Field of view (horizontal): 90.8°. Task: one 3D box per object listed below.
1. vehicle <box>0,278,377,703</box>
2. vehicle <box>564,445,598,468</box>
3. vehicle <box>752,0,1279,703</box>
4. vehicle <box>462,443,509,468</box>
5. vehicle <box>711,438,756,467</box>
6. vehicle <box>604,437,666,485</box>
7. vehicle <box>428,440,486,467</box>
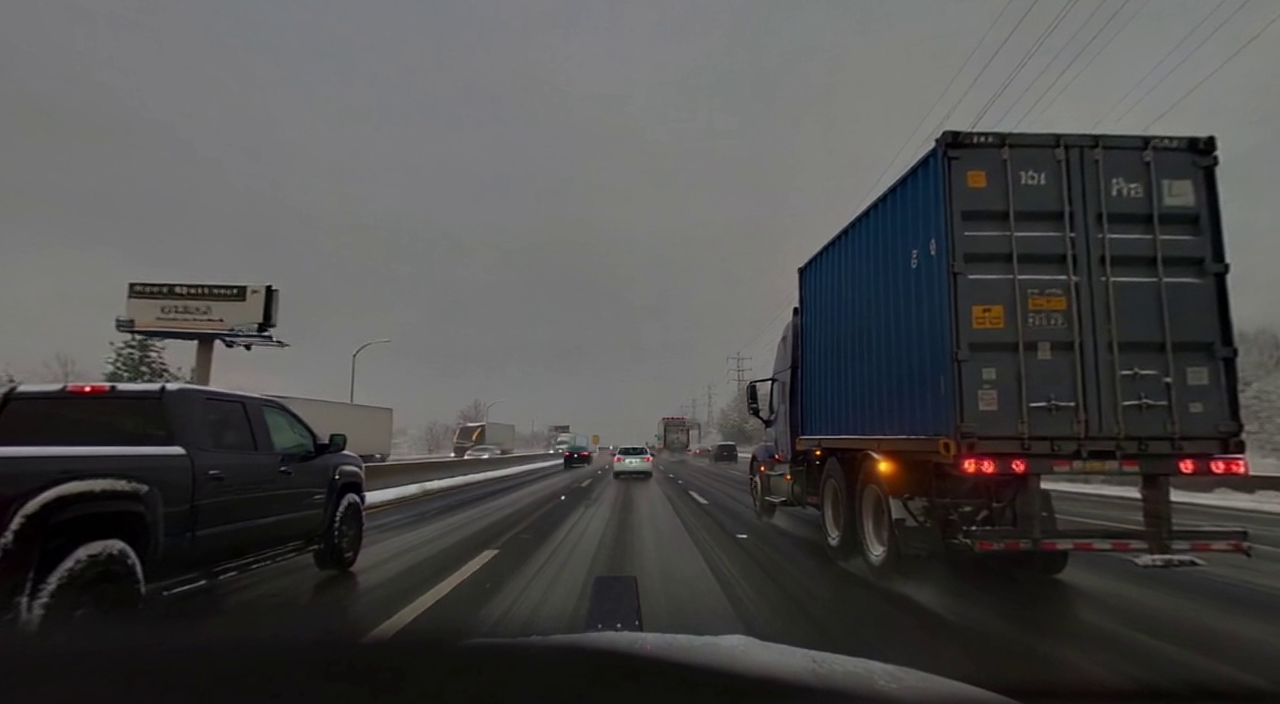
[{"bbox_3d":[-3.943,0.828,3.492,2.323,2.046,6.006,0,-9,1],"label":"vehicle"},{"bbox_3d":[-4.040,7.253,43.926,2.025,1.498,4.675,0,-9,-1],"label":"vehicle"},{"bbox_3d":[3.437,0.349,6.352,3.013,3.940,7.933,0,-9,-1],"label":"vehicle"},{"bbox_3d":[-10.642,7.183,43.968,1.975,1.590,5.050,0,-9,1],"label":"vehicle"},{"bbox_3d":[6.819,7.416,46.637,2.302,1.973,5.502,0,-9,-2],"label":"vehicle"},{"bbox_3d":[-0.211,4.172,24.471,2.191,1.685,4.015,0,-9,-1],"label":"vehicle"},{"bbox_3d":[-14.097,7.840,49.052,2.690,1.920,6.277,0,-9,-1],"label":"vehicle"}]
